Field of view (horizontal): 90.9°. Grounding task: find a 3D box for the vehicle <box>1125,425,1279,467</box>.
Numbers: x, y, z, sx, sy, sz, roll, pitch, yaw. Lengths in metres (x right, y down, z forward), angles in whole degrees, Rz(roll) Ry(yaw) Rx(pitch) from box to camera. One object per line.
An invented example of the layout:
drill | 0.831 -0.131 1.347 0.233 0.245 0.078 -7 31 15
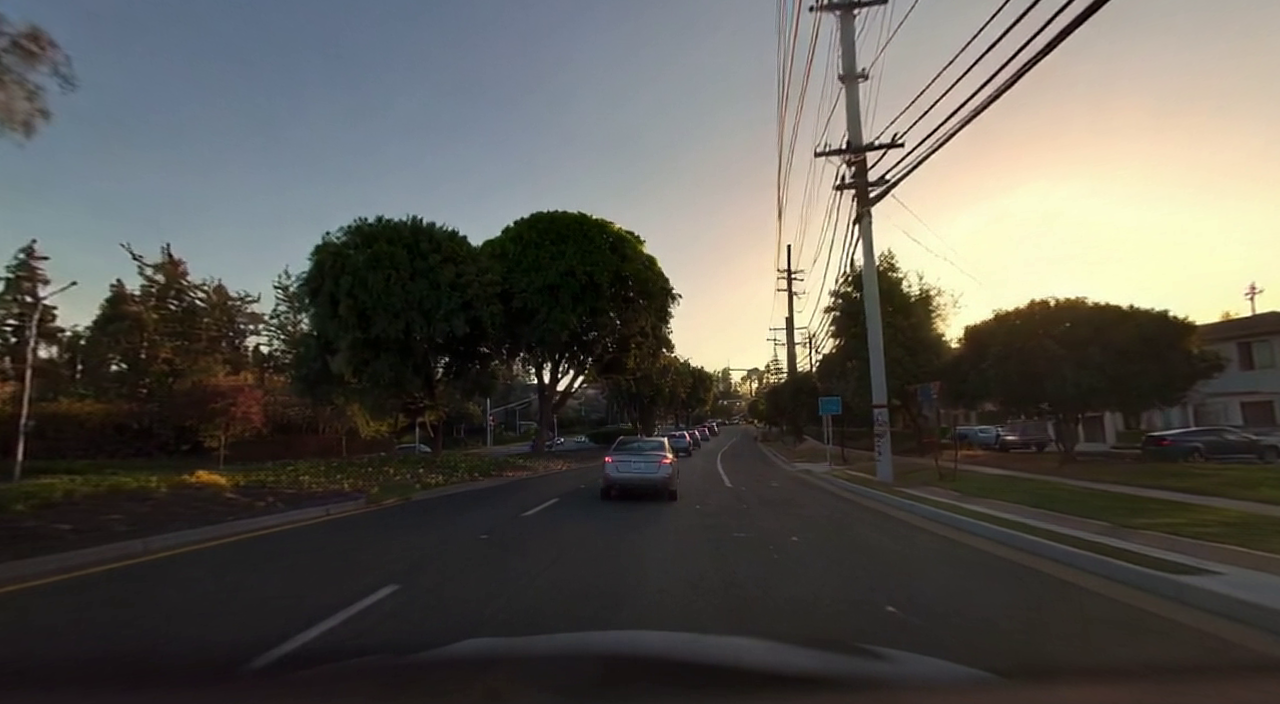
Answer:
vehicle | 20.950 3.472 23.208 4.497 1.460 1.851 -1 -9 4

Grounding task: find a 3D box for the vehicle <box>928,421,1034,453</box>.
vehicle | 18.965 4.783 35.270 4.739 1.708 1.976 -1 -9 7

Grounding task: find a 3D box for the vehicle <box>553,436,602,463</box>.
vehicle | -3.684 5.833 37.876 1.928 1.493 4.289 -2 -9 9

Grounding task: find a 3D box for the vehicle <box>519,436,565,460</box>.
vehicle | -6.569 6.501 42.668 1.983 1.485 4.159 -1 -9 7

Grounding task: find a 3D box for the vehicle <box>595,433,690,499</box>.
vehicle | 0.205 2.875 16.301 2.117 1.474 4.036 -1 -8 5

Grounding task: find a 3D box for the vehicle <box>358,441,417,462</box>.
vehicle | -19.601 7.748 49.137 1.970 1.546 4.996 -1 -9 8
